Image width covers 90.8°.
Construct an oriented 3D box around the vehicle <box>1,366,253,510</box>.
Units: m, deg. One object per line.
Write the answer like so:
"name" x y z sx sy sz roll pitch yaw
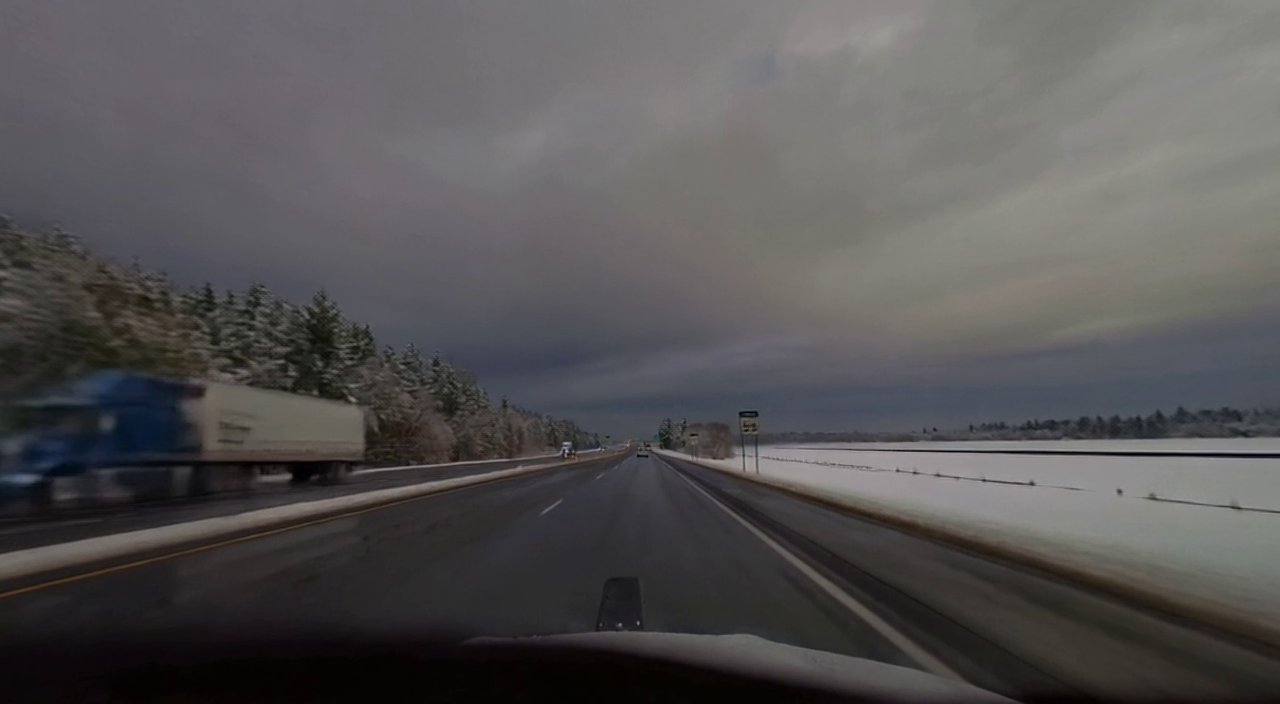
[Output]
"vehicle" -15.788 2.769 20.199 2.956 3.925 5.821 0 -9 -1
